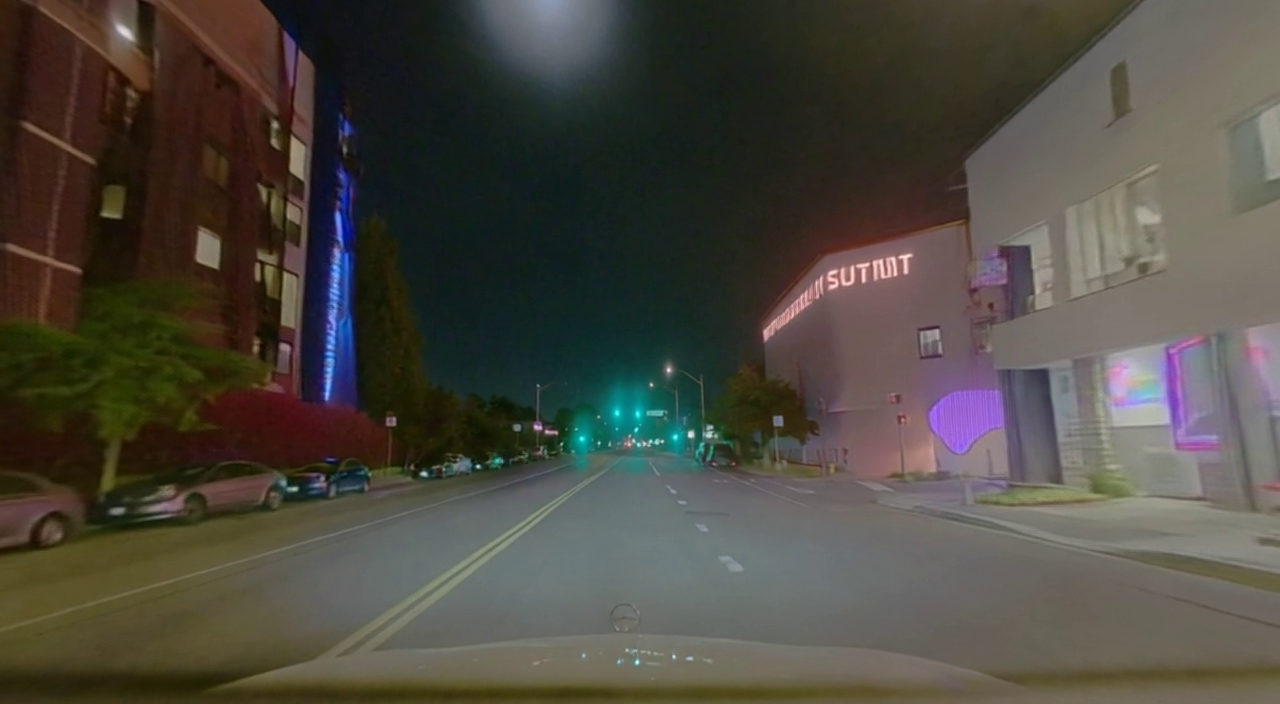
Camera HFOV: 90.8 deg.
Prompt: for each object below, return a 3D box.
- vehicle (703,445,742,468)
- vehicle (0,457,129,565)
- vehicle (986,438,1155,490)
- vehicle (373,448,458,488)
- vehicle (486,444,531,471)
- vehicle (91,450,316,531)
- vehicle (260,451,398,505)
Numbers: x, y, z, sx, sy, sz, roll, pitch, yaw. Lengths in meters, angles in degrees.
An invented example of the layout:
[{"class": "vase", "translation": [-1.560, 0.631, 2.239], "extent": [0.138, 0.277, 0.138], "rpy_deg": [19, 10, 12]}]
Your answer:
[{"class": "vehicle", "translation": [5.926, 7.585, 46.099], "extent": [2.038, 1.482, 4.994], "rpy_deg": [0, -8, -2]}, {"class": "vehicle", "translation": [-10.011, 2.242, 8.624], "extent": [1.959, 1.451, 4.990], "rpy_deg": [0, -8, -1]}, {"class": "vehicle", "translation": [15.962, 4.172, 23.646], "extent": [4.625, 1.797, 2.266], "rpy_deg": [0, -9, -1]}, {"class": "vehicle", "translation": [-10.188, 5.274, 29.172], "extent": [1.995, 1.564, 5.321], "rpy_deg": [0, -8, 0]}, {"class": "vehicle", "translation": [-10.091, 8.102, 48.862], "extent": [2.228, 1.863, 5.407], "rpy_deg": [-1, -8, 1]}, {"class": "vehicle", "translation": [-10.022, 3.163, 15.146], "extent": [1.918, 1.535, 4.834], "rpy_deg": [-1, -8, 1]}, {"class": "vehicle", "translation": [-10.075, 4.090, 21.000], "extent": [2.010, 1.476, 4.871], "rpy_deg": [-1, -8, 2]}]
